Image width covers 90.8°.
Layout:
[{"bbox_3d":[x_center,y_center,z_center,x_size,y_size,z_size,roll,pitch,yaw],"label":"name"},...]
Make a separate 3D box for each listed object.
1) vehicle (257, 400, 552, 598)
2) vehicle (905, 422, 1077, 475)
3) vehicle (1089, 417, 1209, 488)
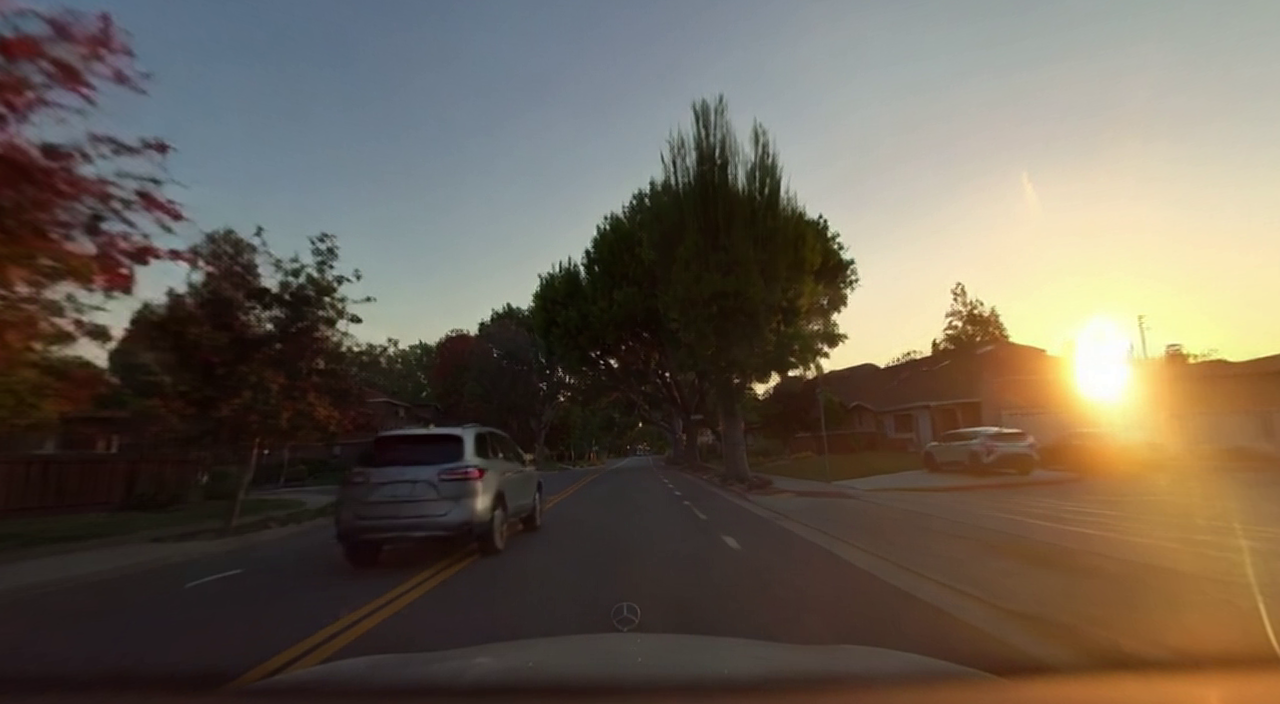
[{"bbox_3d":[-2.777,1.863,8.955,2.210,2.023,4.663,0,-9,2],"label":"vehicle"},{"bbox_3d":[9.434,2.678,17.543,1.922,1.263,4.664,1,-9,-3],"label":"vehicle"},{"bbox_3d":[13.862,2.750,17.480,1.860,1.697,4.292,-5,-10,30],"label":"vehicle"}]
